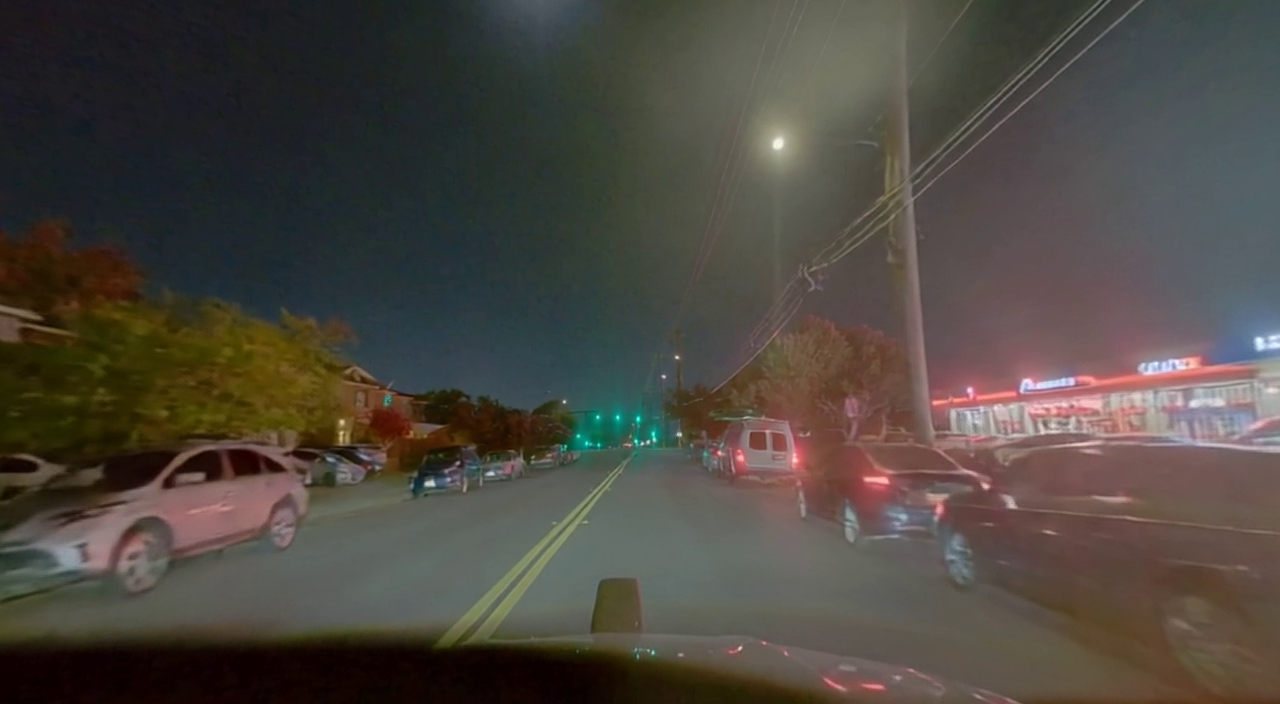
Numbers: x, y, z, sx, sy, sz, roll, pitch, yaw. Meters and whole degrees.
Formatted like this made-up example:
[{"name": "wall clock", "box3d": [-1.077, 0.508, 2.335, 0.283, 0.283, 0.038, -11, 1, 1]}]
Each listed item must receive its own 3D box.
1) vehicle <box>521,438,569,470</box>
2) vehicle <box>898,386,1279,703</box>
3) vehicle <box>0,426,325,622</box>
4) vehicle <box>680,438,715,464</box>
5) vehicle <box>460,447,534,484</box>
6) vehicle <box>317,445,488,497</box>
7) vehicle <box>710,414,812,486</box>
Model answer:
[{"name": "vehicle", "box3d": [-6.197, 6.698, 41.620, 2.322, 1.913, 5.582, 0, -9, 0]}, {"name": "vehicle", "box3d": [3.773, 1.111, 4.016, 2.112, 1.528, 4.944, 0, -9, 0]}, {"name": "vehicle", "box3d": [-6.049, 1.851, 7.771, 1.989, 1.693, 4.292, -2, -8, 2]}, {"name": "vehicle", "box3d": [3.723, 6.507, 41.426, 1.848, 1.550, 4.054, 0, -9, -1]}, {"name": "vehicle", "box3d": [-6.182, 4.950, 27.797, 2.048, 1.438, 4.728, -2, -9, 1]}, {"name": "vehicle", "box3d": [-7.671, 3.887, 20.785, 4.935, 1.454, 1.900, -1, -8, -5]}, {"name": "vehicle", "box3d": [3.971, 3.378, 21.823, 2.396, 2.164, 5.381, 0, -9, 0]}]
